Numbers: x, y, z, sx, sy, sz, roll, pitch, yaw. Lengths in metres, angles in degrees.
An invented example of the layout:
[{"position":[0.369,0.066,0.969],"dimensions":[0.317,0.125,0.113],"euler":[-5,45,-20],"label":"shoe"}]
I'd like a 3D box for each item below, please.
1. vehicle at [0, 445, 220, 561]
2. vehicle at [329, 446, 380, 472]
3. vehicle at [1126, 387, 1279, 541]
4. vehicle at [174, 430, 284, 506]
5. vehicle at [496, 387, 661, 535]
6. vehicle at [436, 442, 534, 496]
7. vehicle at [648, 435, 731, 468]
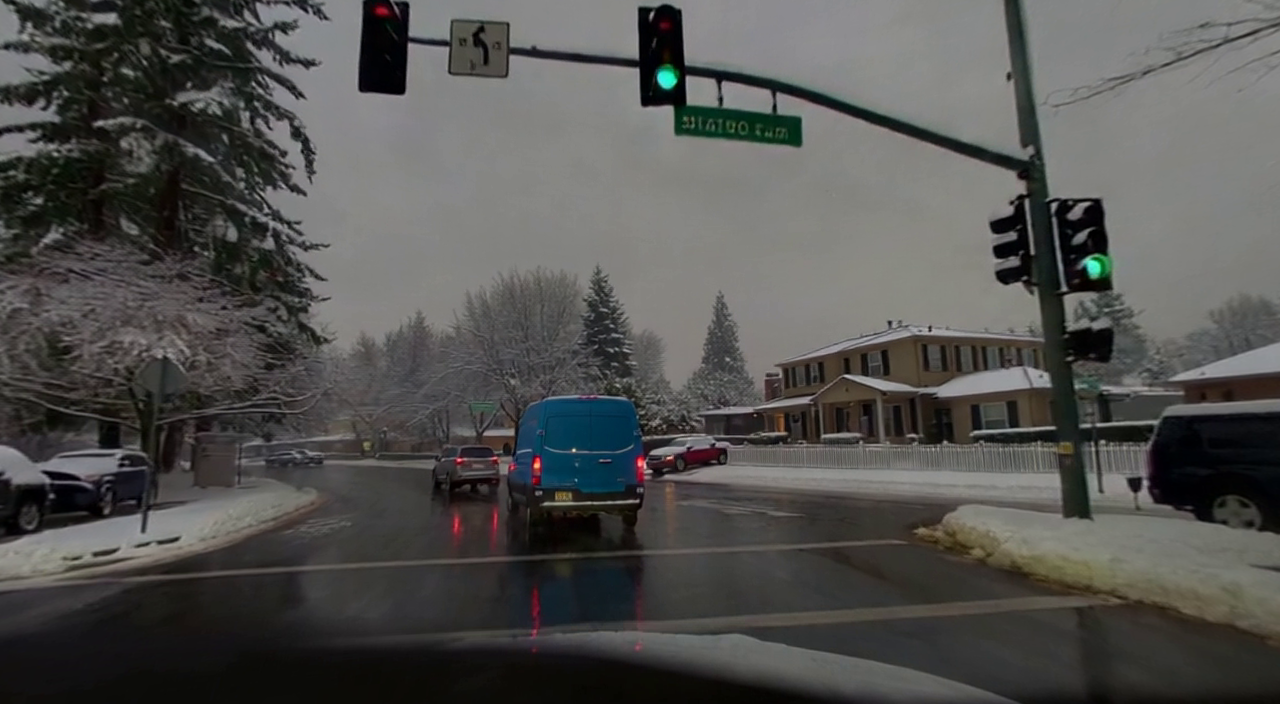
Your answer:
[{"position":[-8.784,2.239,10.193],"dimensions":[1.952,1.461,4.377],"euler":[2,-9,-15],"label":"vehicle"},{"position":[-18.095,6.734,39.924],"dimensions":[1.911,1.493,4.291],"euler":[6,-10,-37],"label":"vehicle"},{"position":[10.436,1.437,8.083],"dimensions":[2.514,2.026,6.104],"euler":[7,-11,-39],"label":"vehicle"},{"position":[-11.901,3.298,18.629],"dimensions":[2.228,1.871,5.492],"euler":[5,-10,-30],"label":"vehicle"},{"position":[-1.403,1.952,11.791],"dimensions":[2.213,2.124,4.809],"euler":[2,-9,-16],"label":"vehicle"},{"position":[-4.891,3.513,19.510],"dimensions":[2.008,1.445,4.386],"euler":[4,-9,-26],"label":"vehicle"},{"position":[2.835,5.619,35.978],"dimensions":[4.559,1.754,1.985],"euler":[6,-11,-38],"label":"vehicle"}]
